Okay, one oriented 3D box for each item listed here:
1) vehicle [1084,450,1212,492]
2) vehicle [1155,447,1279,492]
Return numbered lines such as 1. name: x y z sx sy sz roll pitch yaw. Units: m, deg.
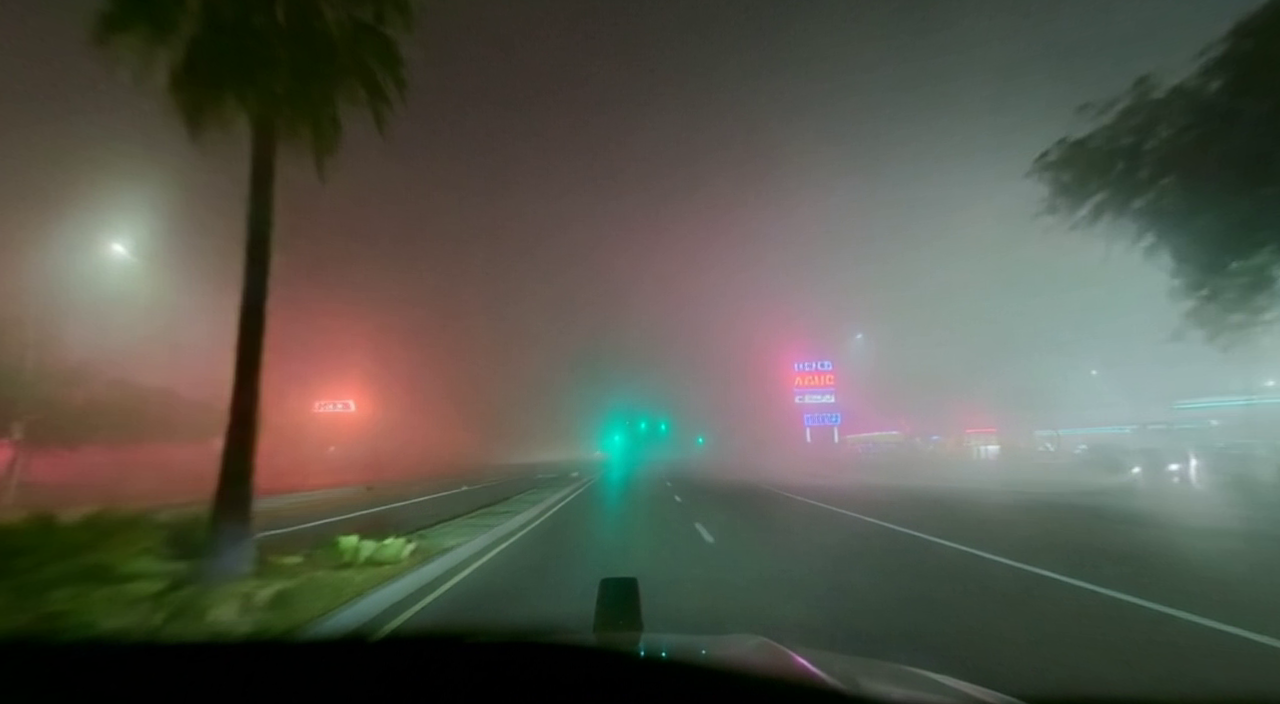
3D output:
1. vehicle: 22.437 5.231 28.178 1.996 1.683 4.379 0 -9 -1
2. vehicle: 25.563 5.044 27.601 2.053 1.784 4.672 0 -8 -1
